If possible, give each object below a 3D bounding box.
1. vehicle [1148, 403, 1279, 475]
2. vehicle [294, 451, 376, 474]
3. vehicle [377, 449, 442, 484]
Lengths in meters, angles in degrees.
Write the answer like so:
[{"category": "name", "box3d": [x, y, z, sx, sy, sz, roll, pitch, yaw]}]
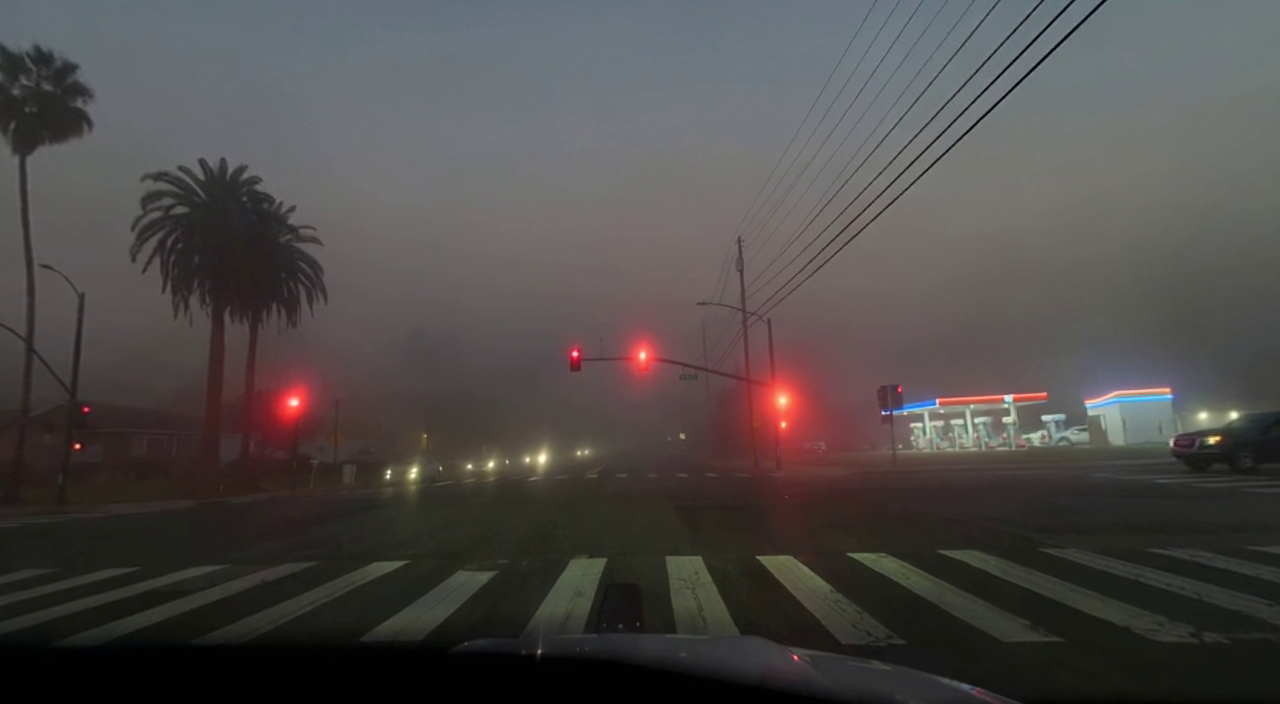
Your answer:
[{"category": "vehicle", "box3d": [17.233, 2.379, 17.273, 5.086, 1.817, 1.952, 0, -9, -5]}, {"category": "vehicle", "box3d": [-20.947, 7.579, 43.525, 4.672, 1.469, 1.816, 0, -9, -2]}, {"category": "vehicle", "box3d": [-13.023, 6.464, 35.967, 2.009, 1.777, 4.559, 0, -9, -1]}]
